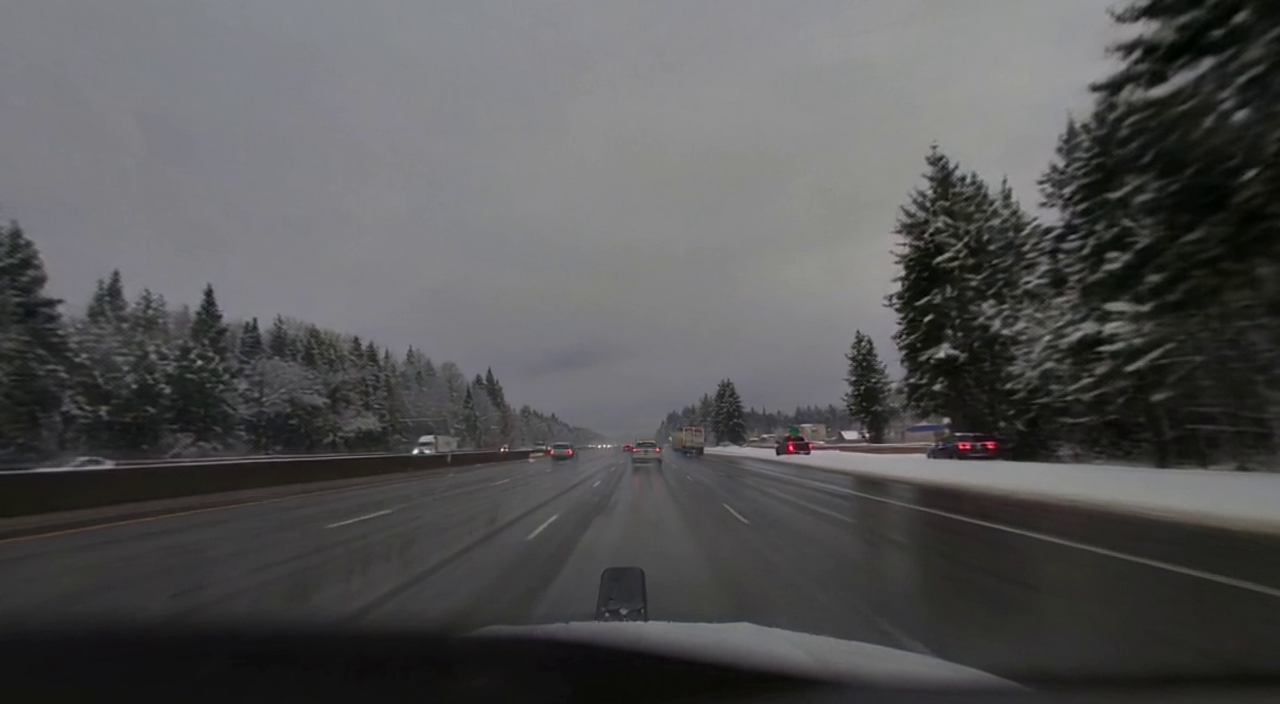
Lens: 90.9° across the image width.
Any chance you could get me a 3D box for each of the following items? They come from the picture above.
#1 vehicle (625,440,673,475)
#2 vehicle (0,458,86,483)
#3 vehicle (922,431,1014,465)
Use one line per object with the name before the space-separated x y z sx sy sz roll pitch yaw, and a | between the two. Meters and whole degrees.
vehicle | 0.386 4.939 29.762 2.112 1.482 4.082 0 -8 0
vehicle | -44.569 8.759 46.891 1.929 1.653 5.011 -1 -8 5
vehicle | 20.081 5.915 39.027 2.304 1.951 5.719 0 -8 -4
